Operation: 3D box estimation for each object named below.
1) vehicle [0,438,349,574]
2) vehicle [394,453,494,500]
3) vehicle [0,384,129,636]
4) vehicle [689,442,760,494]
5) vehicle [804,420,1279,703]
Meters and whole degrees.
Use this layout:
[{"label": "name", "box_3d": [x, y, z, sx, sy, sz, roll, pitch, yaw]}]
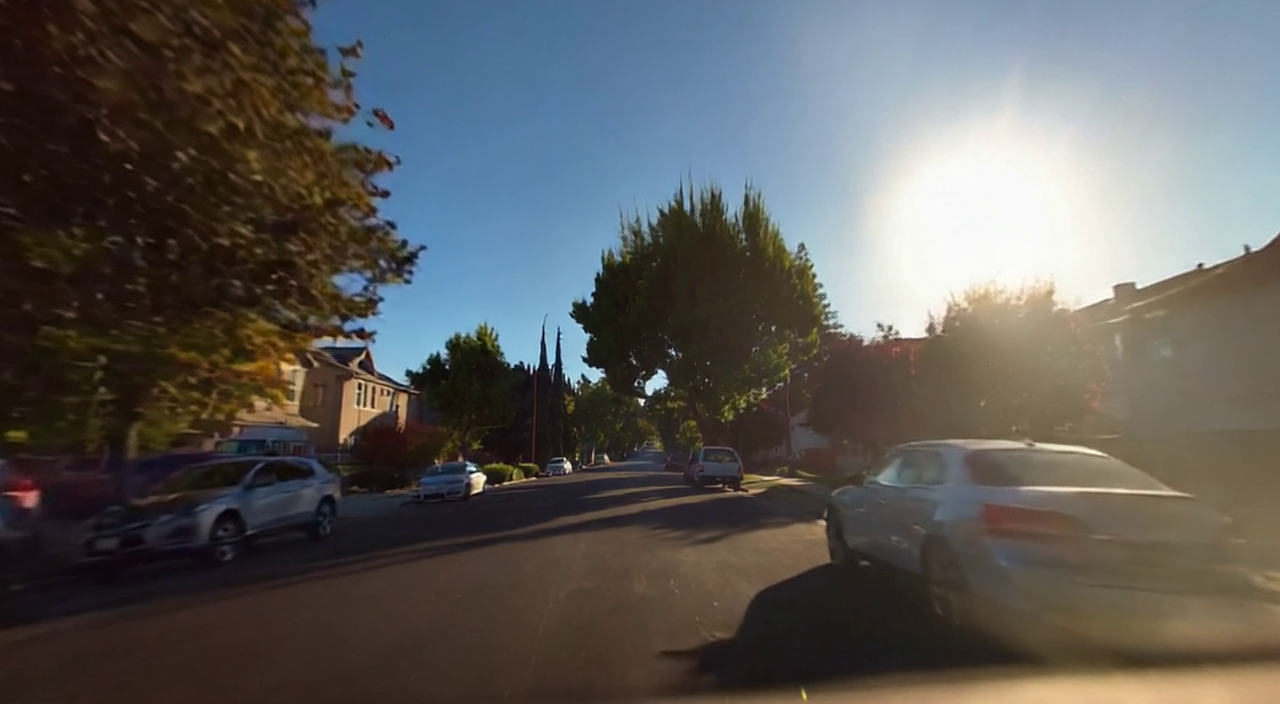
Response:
[{"label": "vehicle", "box_3d": [-6.926, 2.433, 10.180, 1.905, 1.602, 4.974, -2, -13, 2]}, {"label": "vehicle", "box_3d": [-6.871, 4.552, 22.643, 2.071, 1.481, 4.425, -1, -13, 2]}, {"label": "vehicle", "box_3d": [-6.874, 1.121, 4.086, 2.408, 2.201, 5.646, -1, -11, -2]}, {"label": "vehicle", "box_3d": [3.248, 4.590, 25.397, 2.262, 1.870, 4.948, 0, -8, 1]}, {"label": "vehicle", "box_3d": [3.162, 1.526, 5.852, 2.050, 1.598, 4.590, 0, -8, 0]}]
